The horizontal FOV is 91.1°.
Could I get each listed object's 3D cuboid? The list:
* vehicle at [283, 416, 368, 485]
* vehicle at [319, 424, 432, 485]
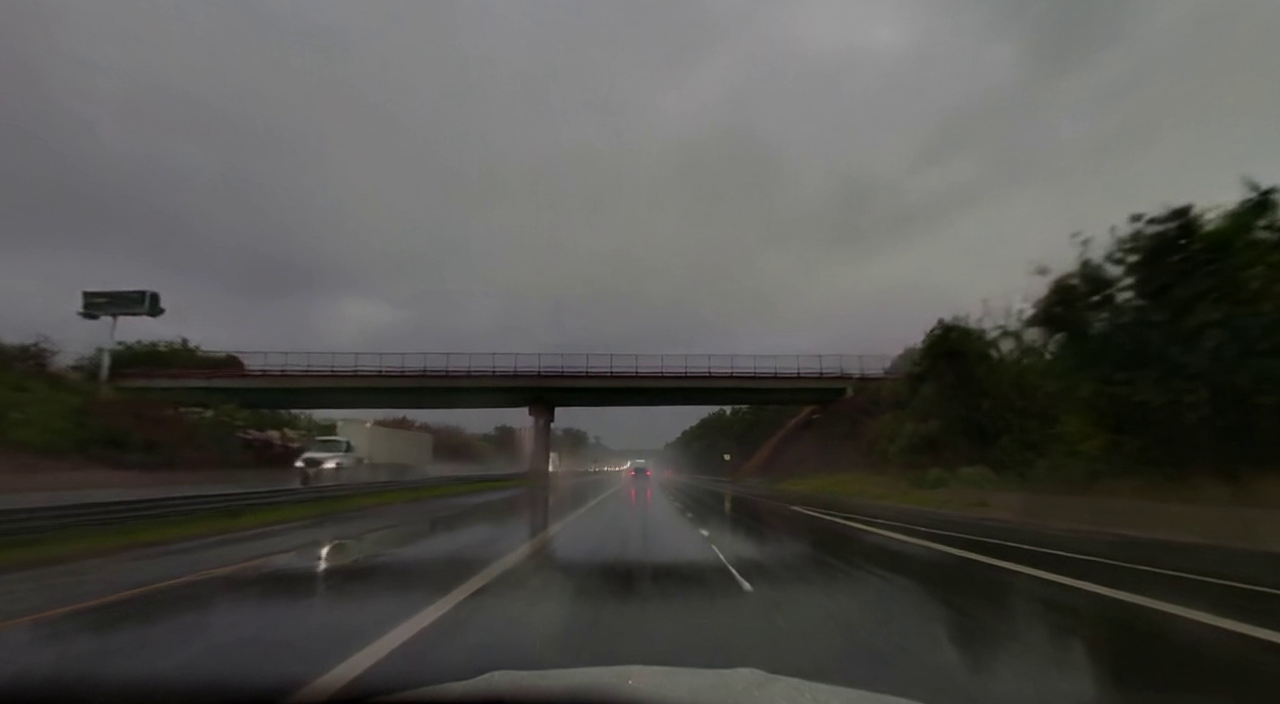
[{"bbox_3d":[-19.773,6.278,39.830,2.986,4.121,4.023,1,-11,0],"label":"vehicle"},{"bbox_3d":[-19.782,8.049,48.399,2.893,4.010,13.120,1,-11,0],"label":"vehicle"}]
